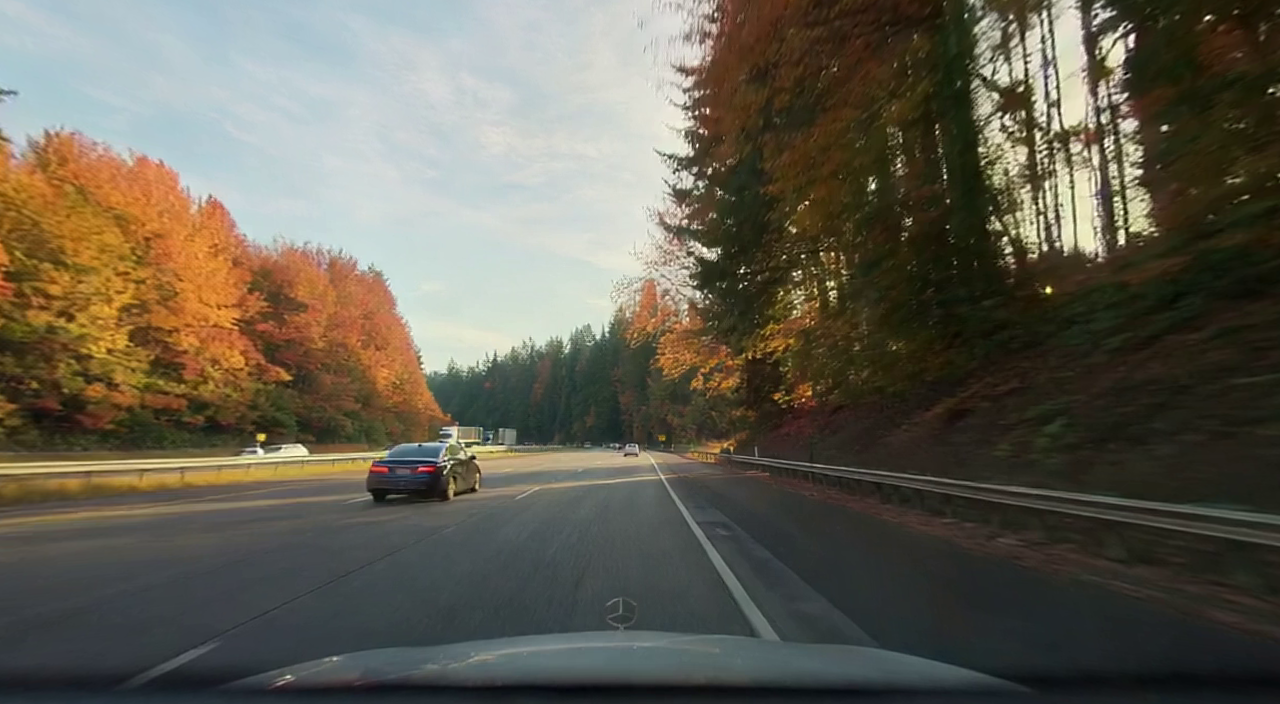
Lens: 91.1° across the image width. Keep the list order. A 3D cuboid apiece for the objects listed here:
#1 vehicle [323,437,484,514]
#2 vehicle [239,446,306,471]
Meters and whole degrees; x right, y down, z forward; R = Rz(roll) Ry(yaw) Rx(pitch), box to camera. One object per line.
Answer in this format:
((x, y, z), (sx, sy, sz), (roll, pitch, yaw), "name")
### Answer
((-5.166, 2.717, 14.497), (2.004, 1.497, 4.260), (0, -8, 1), "vehicle")
((-24.331, 7.040, 41.828), (1.799, 1.465, 4.286), (0, -8, 1), "vehicle")
